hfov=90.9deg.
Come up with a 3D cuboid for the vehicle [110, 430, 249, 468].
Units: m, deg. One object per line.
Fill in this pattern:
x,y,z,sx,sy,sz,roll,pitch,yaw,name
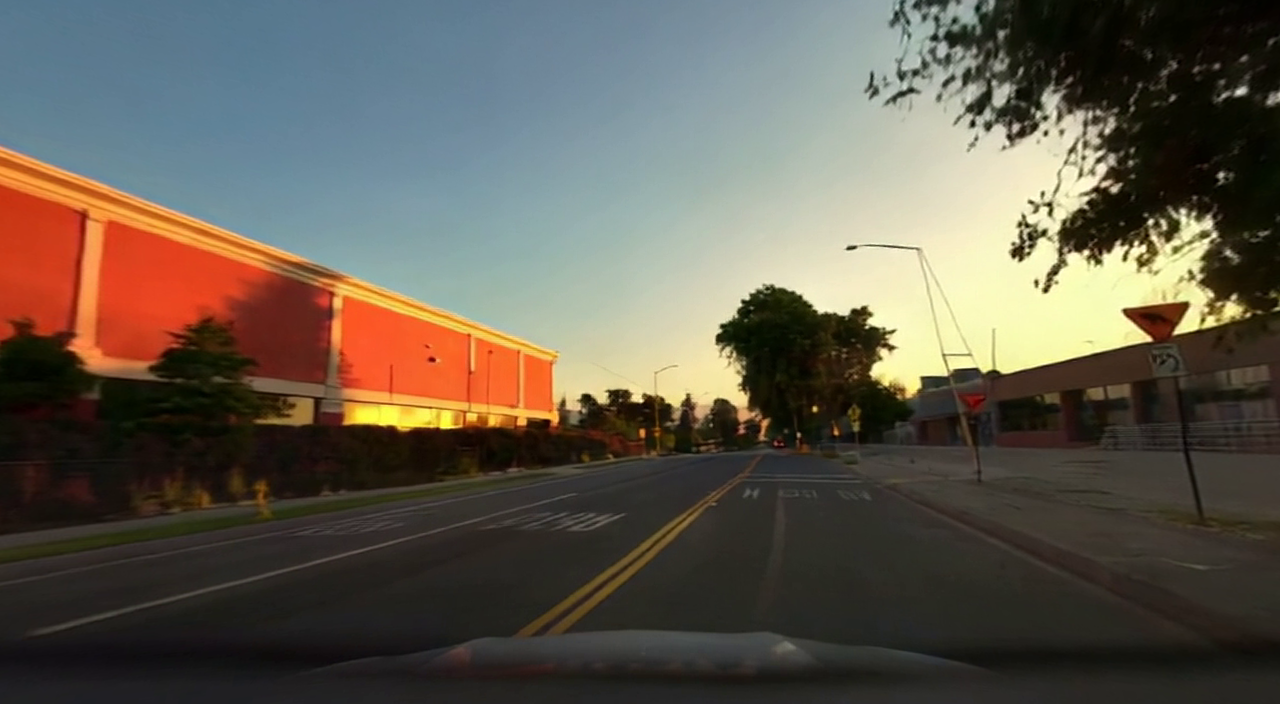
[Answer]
-21.322,4.492,29.253,5.035,1.666,2.449,-2,-8,15,vehicle
